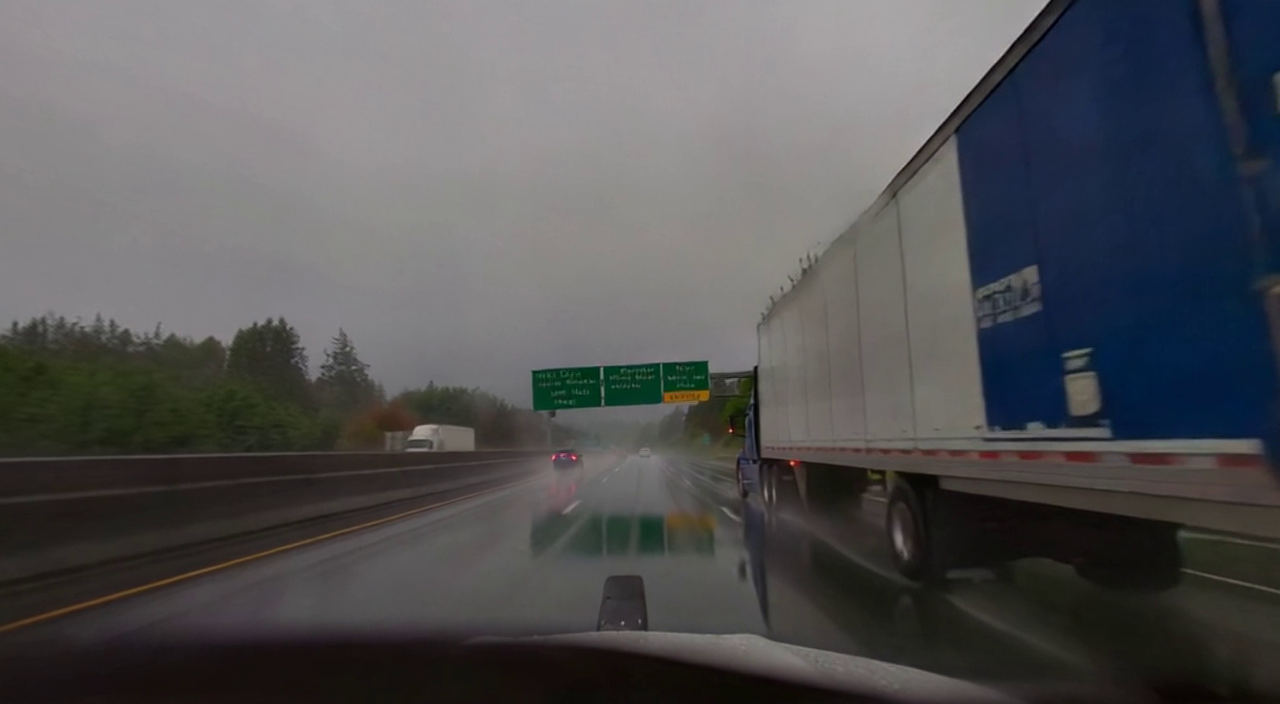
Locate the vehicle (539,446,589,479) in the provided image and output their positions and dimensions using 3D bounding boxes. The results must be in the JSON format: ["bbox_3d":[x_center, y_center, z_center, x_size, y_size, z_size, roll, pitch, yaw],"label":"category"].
[{"bbox_3d":[-3.590,5.322,30.556,1.918,1.510,4.006,0,-9,0],"label":"vehicle"}]

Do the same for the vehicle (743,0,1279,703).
[{"bbox_3d":[4.201,0.665,9.112,3.025,4.005,14.010,0,-9,0],"label":"vehicle"}]
